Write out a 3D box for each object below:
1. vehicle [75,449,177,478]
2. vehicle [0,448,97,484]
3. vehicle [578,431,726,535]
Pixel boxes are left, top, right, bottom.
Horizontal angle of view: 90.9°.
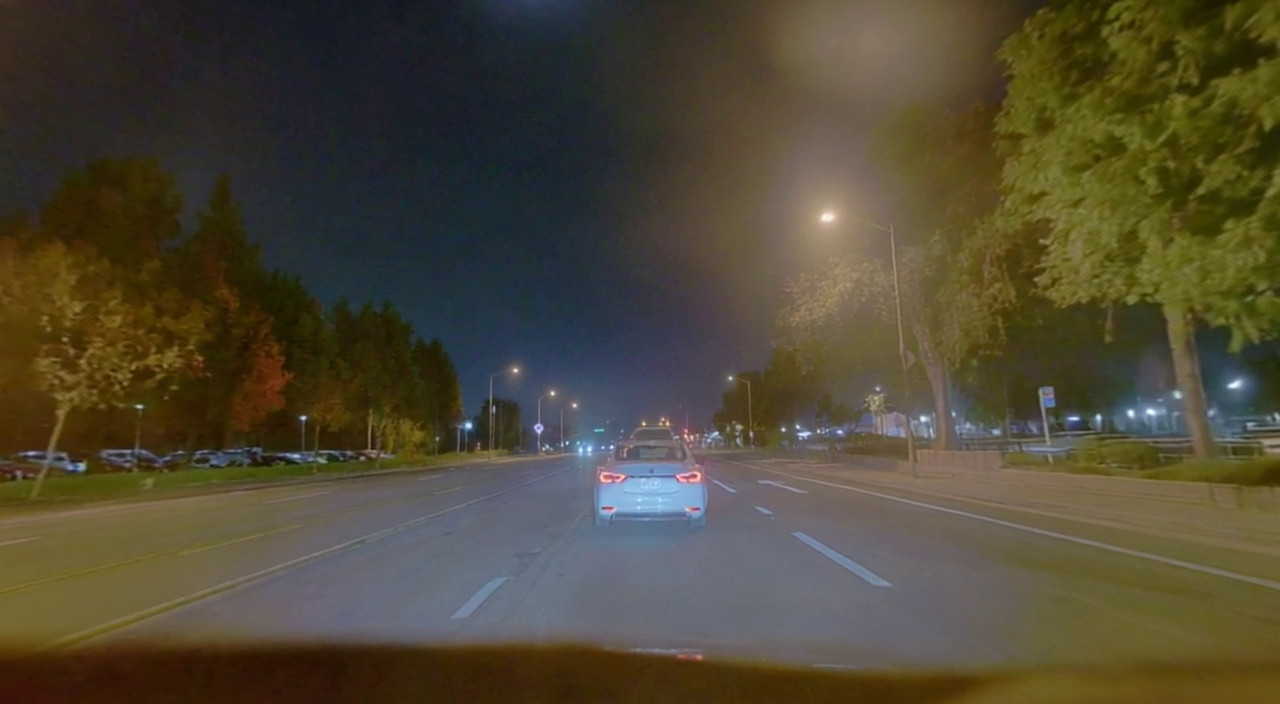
[{"bbox_3d":[-30.049,6.523,36.918,4.342,1.621,1.967,-1,-8,4],"label":"vehicle"},{"bbox_3d":[-30.279,5.723,31.667,4.266,1.600,1.877,-3,-8,-2],"label":"vehicle"},{"bbox_3d":[0.131,2.152,10.959,2.093,1.442,3.977,0,-8,-1],"label":"vehicle"}]
